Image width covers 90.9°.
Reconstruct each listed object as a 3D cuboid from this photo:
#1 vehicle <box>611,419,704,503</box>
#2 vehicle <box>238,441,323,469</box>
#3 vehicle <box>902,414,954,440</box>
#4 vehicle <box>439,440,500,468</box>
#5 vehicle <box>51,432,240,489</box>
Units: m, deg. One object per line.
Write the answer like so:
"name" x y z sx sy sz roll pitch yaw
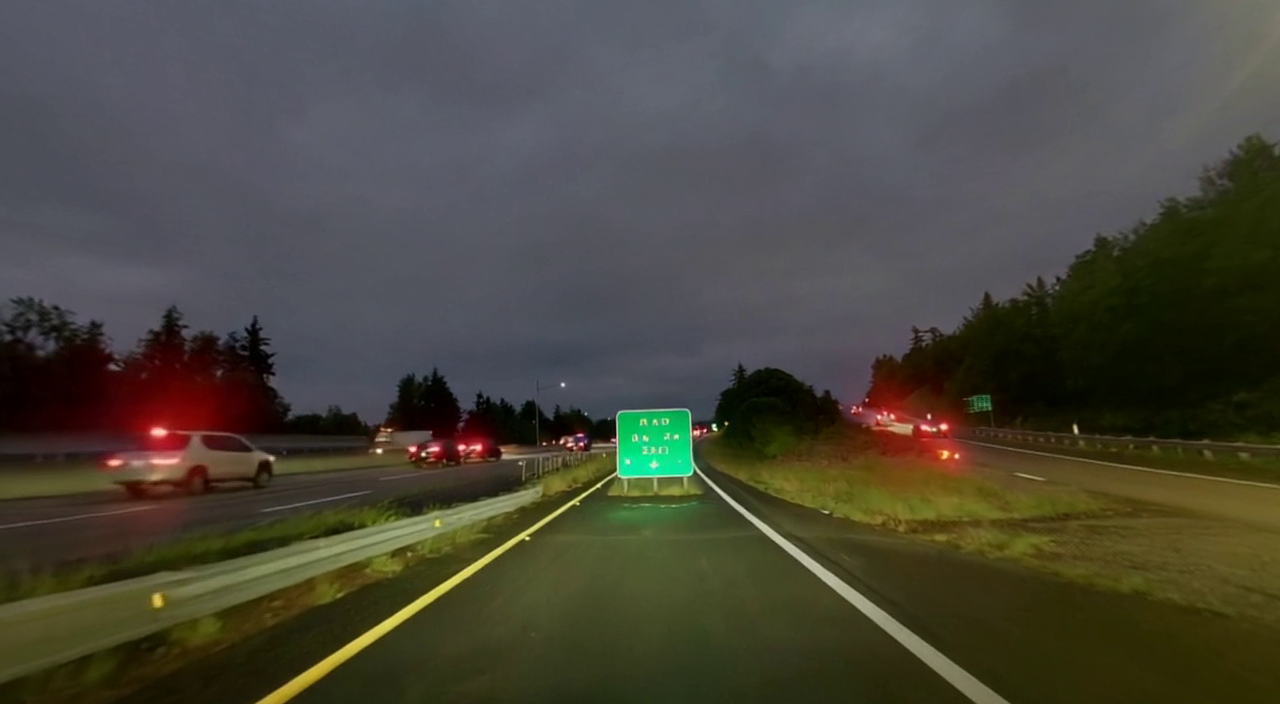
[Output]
"vehicle" 0.376 2.742 16.227 2.043 1.821 4.558 0 -8 0
"vehicle" -19.919 5.704 35.184 1.884 1.447 4.502 -1 -8 3
"vehicle" 19.420 5.121 42.761 2.098 1.654 4.637 -2 -8 11
"vehicle" -10.142 6.081 37.972 1.958 1.545 4.588 -1 -8 6
"vehicle" -16.688 3.669 21.767 2.309 1.683 5.063 -1 -8 2
